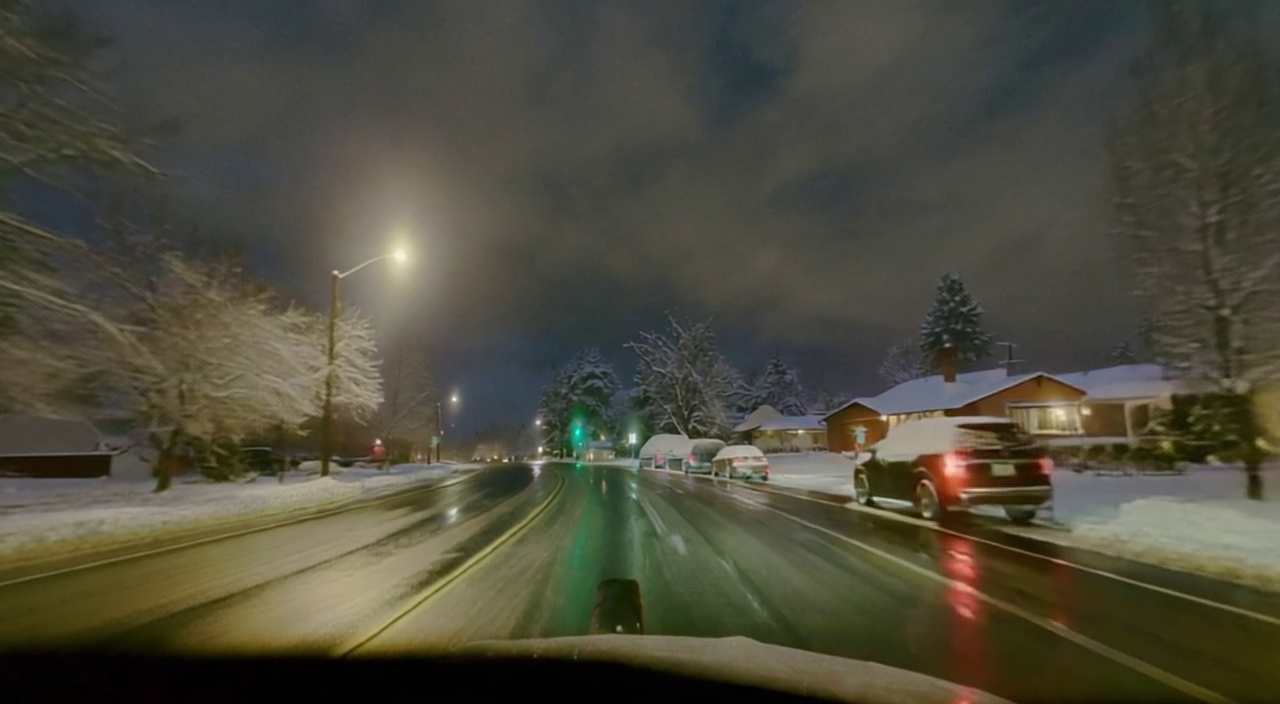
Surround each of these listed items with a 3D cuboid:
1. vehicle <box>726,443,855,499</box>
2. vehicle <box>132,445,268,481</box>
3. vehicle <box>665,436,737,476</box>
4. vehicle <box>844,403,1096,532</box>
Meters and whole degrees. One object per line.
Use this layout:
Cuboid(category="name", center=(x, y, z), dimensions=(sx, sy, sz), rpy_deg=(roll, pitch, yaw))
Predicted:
Cuboid(category="vehicle", center=(5.204, 4.181, 22.804), dimensions=(2.713, 1.671, 4.939), rpy_deg=(1, -8, -10))
Cuboid(category="vehicle", center=(-19.514, 4.917, 28.253), dimensions=(4.502, 1.511, 1.939), rpy_deg=(2, -9, -13))
Cuboid(category="vehicle", center=(3.367, 6.000, 36.704), dimensions=(2.670, 2.085, 6.775), rpy_deg=(1, -8, -7))
Cuboid(category="vehicle", center=(6.261, 2.265, 12.948), dimensions=(2.305, 2.111, 4.965), rpy_deg=(0, -8, -2))
